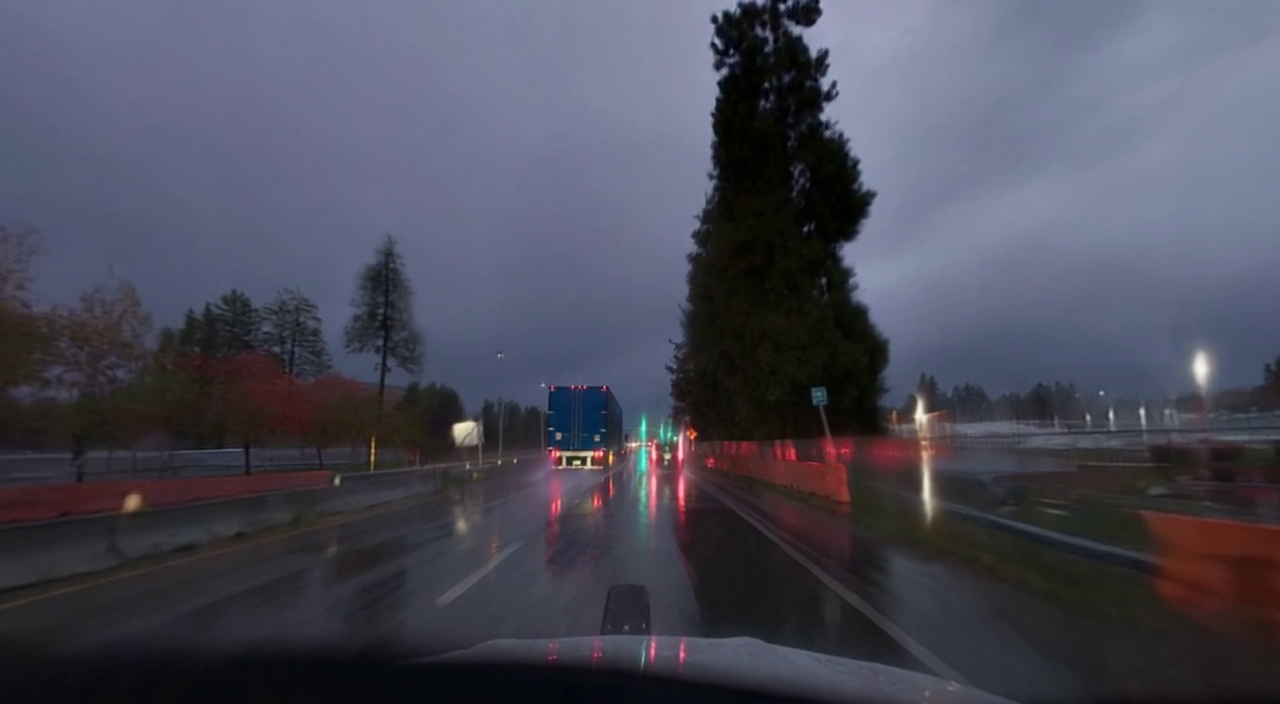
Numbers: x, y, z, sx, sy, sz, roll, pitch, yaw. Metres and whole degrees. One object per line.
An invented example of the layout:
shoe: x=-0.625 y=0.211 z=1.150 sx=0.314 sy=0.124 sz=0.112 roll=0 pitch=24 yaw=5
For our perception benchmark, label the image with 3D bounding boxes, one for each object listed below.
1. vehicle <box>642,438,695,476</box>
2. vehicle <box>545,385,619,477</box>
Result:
vehicle: x=1.252 y=4.974 z=30.127 sx=2.304 sy=1.675 sz=4.462 roll=0 pitch=-8 yaw=0
vehicle: x=-2.846 y=4.673 z=36.251 sx=2.906 sy=4.115 sz=15.715 roll=0 pitch=-8 yaw=0
